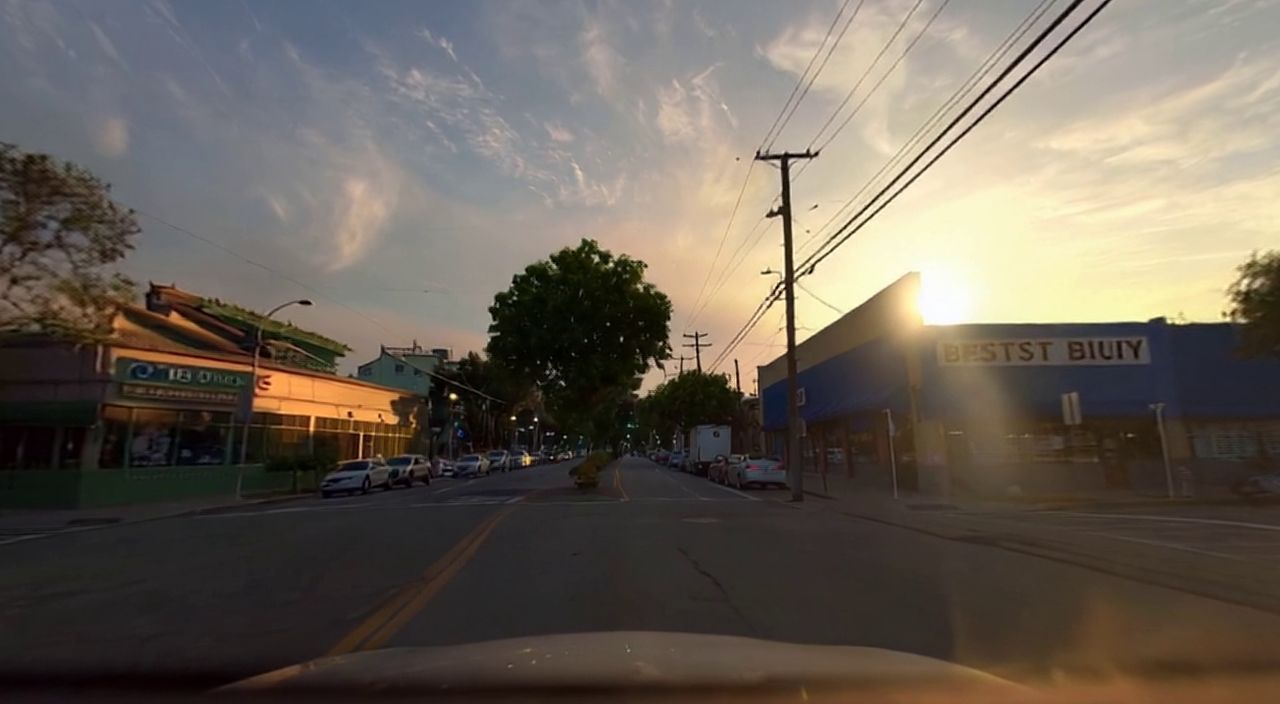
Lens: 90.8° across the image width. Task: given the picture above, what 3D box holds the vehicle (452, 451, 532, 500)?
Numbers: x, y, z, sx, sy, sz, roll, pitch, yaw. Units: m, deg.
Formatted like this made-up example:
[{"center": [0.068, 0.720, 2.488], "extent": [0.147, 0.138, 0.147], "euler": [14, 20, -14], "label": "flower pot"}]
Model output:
[{"center": [-5.062, 4.252, 22.216], "extent": [2.050, 1.505, 4.219], "euler": [1, -9, -4], "label": "vehicle"}]

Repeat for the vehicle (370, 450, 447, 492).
[{"center": [-11.430, 5.863, 31.569], "extent": [2.072, 1.818, 4.951], "euler": [-3, -9, -1], "label": "vehicle"}]

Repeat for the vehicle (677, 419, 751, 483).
[{"center": [3.982, 5.605, 35.876], "extent": [2.815, 3.203, 7.558], "euler": [1, -9, -3], "label": "vehicle"}]

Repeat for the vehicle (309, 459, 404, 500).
[{"center": [-11.434, 5.157, 25.869], "extent": [1.978, 1.452, 4.263], "euler": [0, -9, -1], "label": "vehicle"}]

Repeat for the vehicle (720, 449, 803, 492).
[{"center": [5.086, 5.029, 27.155], "extent": [1.963, 1.646, 4.204], "euler": [2, -9, -12], "label": "vehicle"}]

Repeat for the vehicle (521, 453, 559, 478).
[{"center": [-6.580, 7.520, 42.077], "extent": [1.845, 1.469, 4.413], "euler": [0, -9, -1], "label": "vehicle"}]
